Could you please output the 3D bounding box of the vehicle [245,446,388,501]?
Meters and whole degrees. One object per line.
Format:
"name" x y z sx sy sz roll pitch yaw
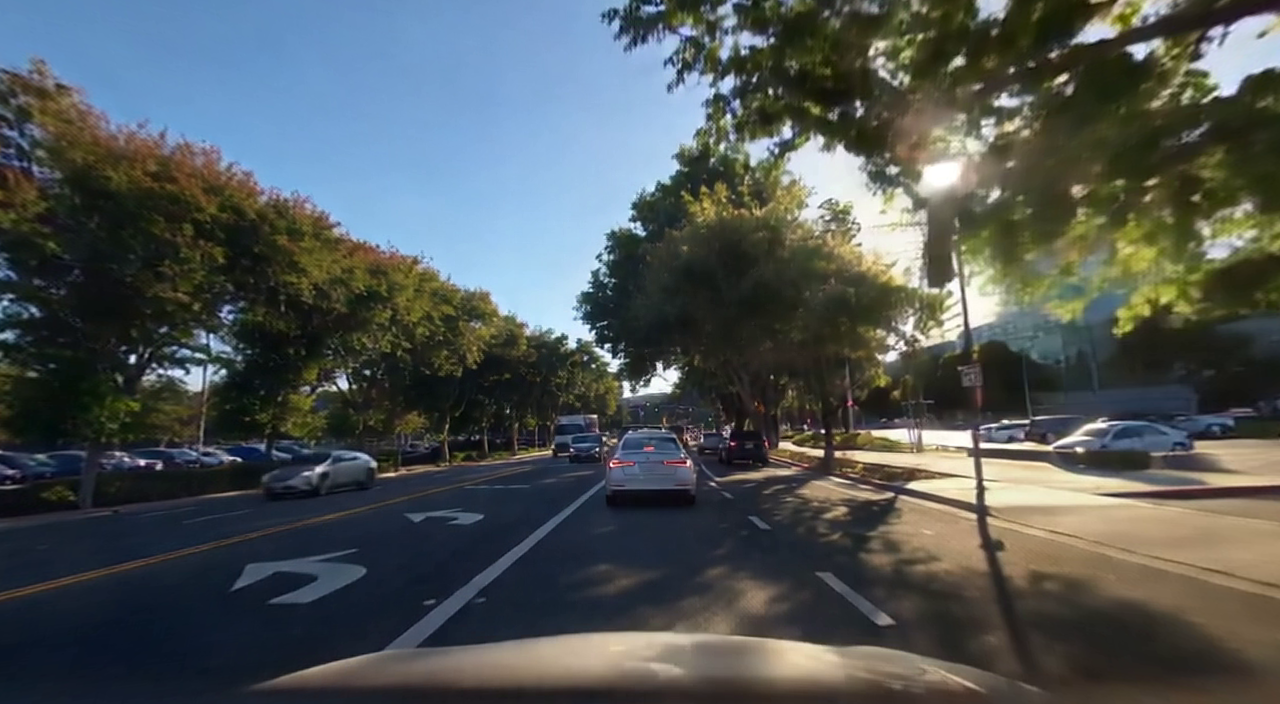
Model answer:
"vehicle" -9.760 3.661 19.528 1.909 1.471 4.502 -1 -8 2

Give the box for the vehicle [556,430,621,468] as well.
"vehicle" -2.550 4.987 32.490 2.057 1.786 4.725 -2 -8 11

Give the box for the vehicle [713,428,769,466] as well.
"vehicle" 5.060 4.853 32.218 2.155 1.786 4.459 -1 -8 1

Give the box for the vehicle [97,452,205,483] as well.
"vehicle" -27.808 6.550 35.940 4.743 1.671 1.842 -1 -8 4

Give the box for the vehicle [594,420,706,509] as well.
"vehicle" 0.224 2.487 14.371 2.154 1.710 4.128 -1 -8 1

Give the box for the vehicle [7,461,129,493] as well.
"vehicle" -27.895 6.096 30.840 4.391 1.442 1.763 -1 -8 4
